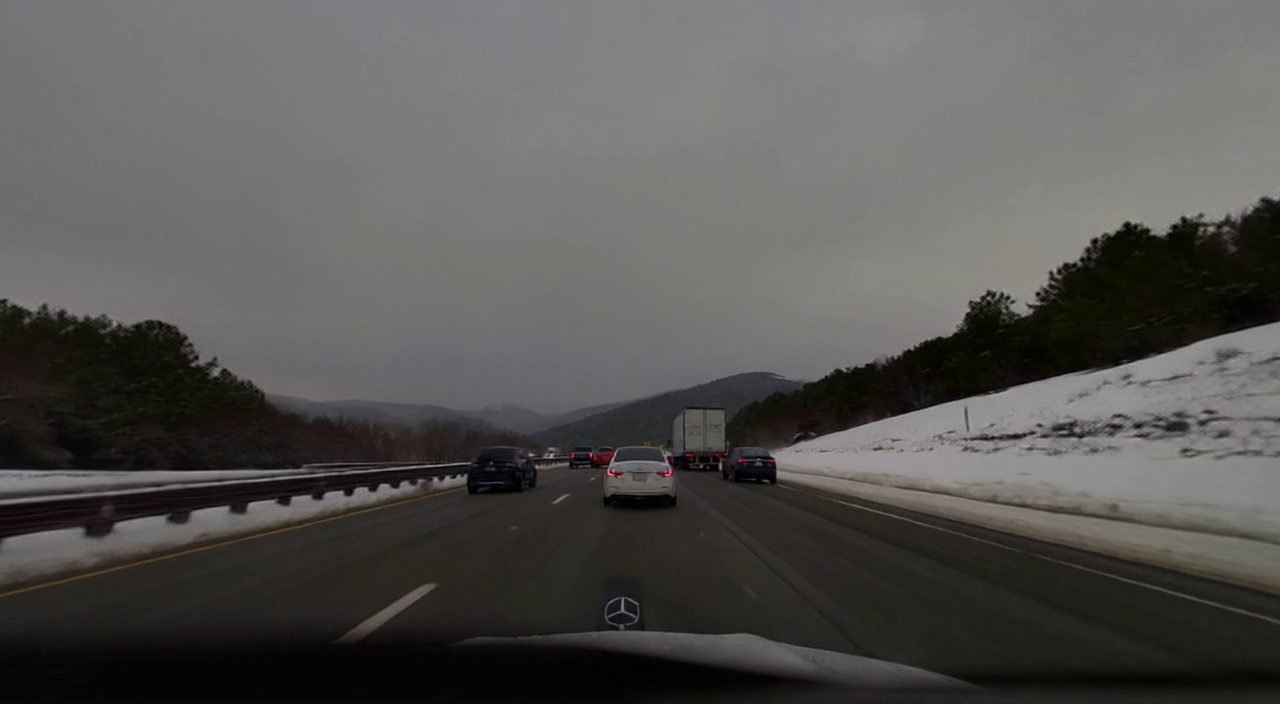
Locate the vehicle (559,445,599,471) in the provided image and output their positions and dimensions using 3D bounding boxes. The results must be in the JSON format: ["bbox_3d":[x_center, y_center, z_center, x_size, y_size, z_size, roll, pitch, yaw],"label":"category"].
[{"bbox_3d":[-4.037,7.144,42.607,2.211,1.669,4.224,0,-9,1],"label":"vehicle"}]

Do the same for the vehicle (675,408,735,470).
[{"bbox_3d":[4.752,7.027,49.803,3.194,4.038,16.301,0,-9,1],"label":"vehicle"}]

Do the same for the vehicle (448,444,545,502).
[{"bbox_3d":[-4.058,3.483,18.450,1.848,1.486,3.832,0,-9,1],"label":"vehicle"}]

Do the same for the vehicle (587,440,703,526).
[{"bbox_3d":[0.099,2.606,13.007,2.041,1.484,3.535,0,-9,0],"label":"vehicle"}]

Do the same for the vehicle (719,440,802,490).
[{"bbox_3d":[4.142,3.986,22.473,2.029,1.579,4.484,0,-9,-1],"label":"vehicle"}]
